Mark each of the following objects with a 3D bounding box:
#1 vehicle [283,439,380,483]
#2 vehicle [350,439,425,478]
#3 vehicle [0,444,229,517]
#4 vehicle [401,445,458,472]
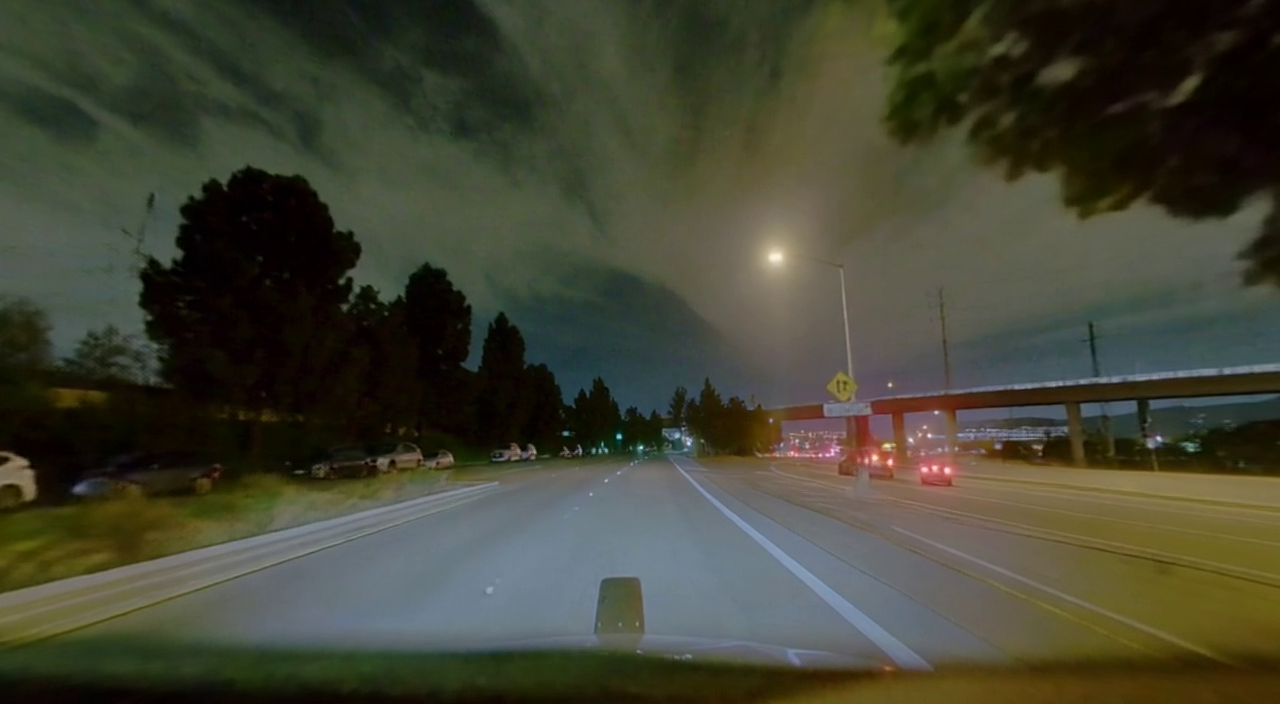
[{"bbox_3d":[-13.209,4.699,27.418,1.903,1.703,4.346,1,-9,1],"label":"vehicle"},{"bbox_3d":[-13.256,5.601,33.469,1.886,1.801,4.337,2,-8,3],"label":"vehicle"},{"bbox_3d":[-13.743,3.196,16.483,2.155,1.477,5.369,2,-8,3],"label":"vehicle"},{"bbox_3d":[-13.078,6.692,39.533,1.847,1.498,4.368,1,-10,2],"label":"vehicle"}]
